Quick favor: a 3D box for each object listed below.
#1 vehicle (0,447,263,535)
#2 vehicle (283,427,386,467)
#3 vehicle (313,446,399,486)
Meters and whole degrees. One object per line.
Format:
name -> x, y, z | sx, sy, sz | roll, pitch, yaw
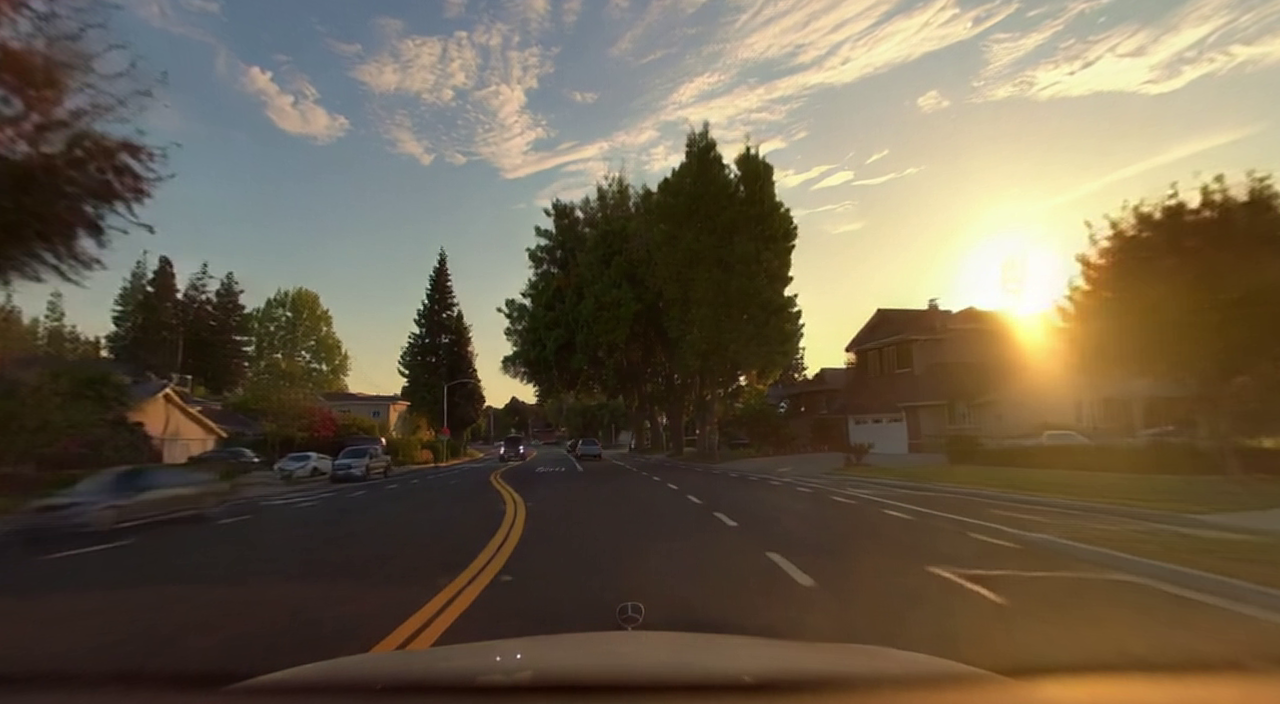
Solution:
vehicle -> -10.719, 2.819, 13.503 | 1.979, 1.503, 4.678 | -2, -9, 7
vehicle -> -22.359, 6.980, 46.260 | 6.474, 2.781, 2.364 | -1, -8, 8
vehicle -> -12.885, 5.154, 28.898 | 1.881, 1.655, 4.177 | 0, -8, 1
